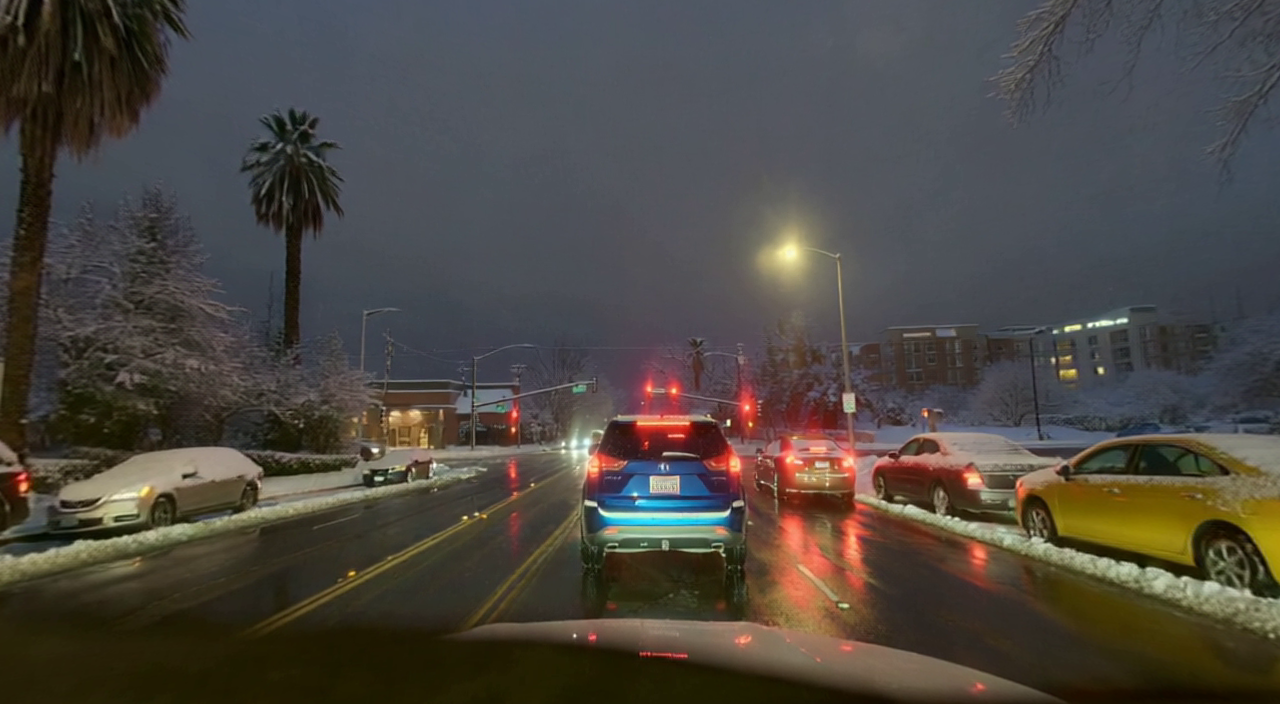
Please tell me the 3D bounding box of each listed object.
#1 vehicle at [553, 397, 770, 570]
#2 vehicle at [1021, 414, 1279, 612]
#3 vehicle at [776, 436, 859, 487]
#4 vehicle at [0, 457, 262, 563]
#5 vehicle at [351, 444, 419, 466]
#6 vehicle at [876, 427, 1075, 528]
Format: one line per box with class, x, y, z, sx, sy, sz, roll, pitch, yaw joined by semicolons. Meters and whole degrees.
vehicle;0.260;1.693;8.831;2.264;1.798;4.258;0;-8;1
vehicle;6.438;1.598;6.923;1.935;1.672;4.139;0;-8;1
vehicle;6.510;4.054;23.677;1.948;1.729;4.023;0;-8;0
vehicle;-9.586;2.807;11.928;2.054;1.467;4.595;-3;-9;1
vehicle;-18.760;7.575;46.659;1.759;1.457;4.297;-7;-11;37
vehicle;6.666;2.521;13.240;1.930;1.736;4.329;-1;-8;3
